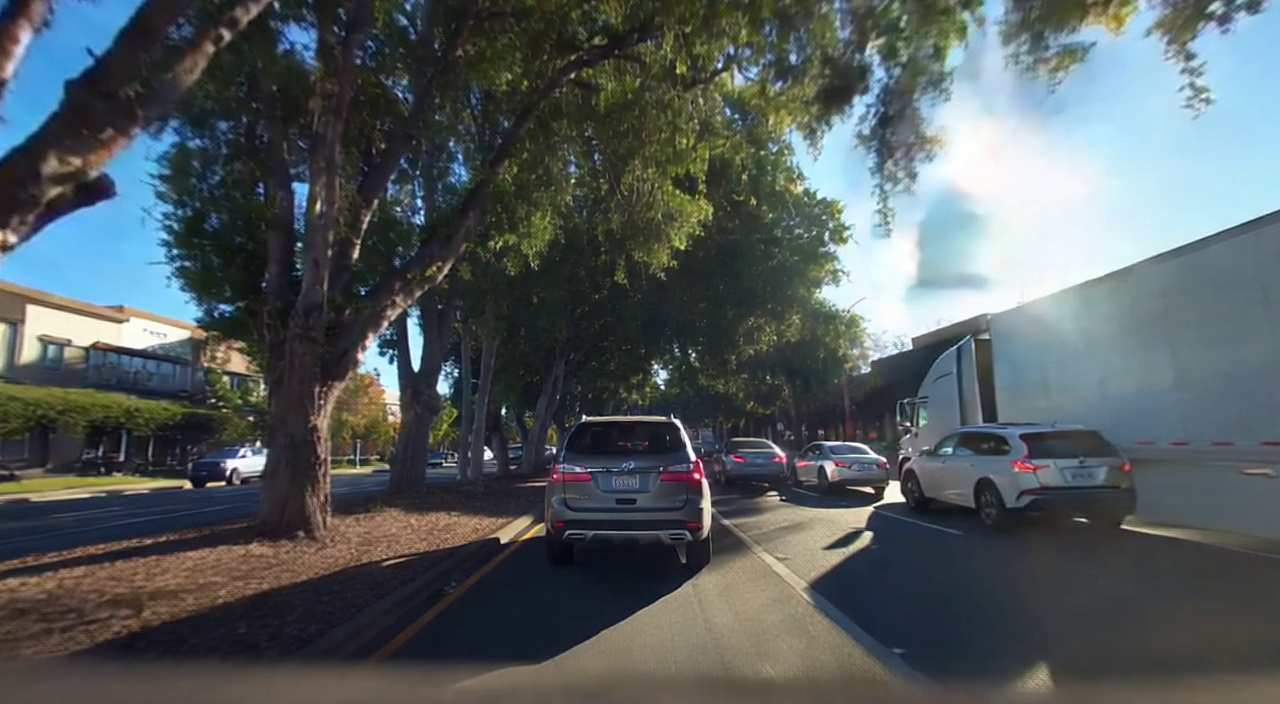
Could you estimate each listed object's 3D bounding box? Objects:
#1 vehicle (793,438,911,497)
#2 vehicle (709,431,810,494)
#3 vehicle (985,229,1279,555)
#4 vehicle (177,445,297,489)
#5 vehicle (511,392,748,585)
[{"bbox_3d":[6.227,3.433,19.220,2.035,1.553,4.465,0,-9,0],"label":"vehicle"},{"bbox_3d":[3.407,3.274,19.005,2.123,1.648,4.547,0,-9,0],"label":"vehicle"},{"bbox_3d":[9.978,0.269,6.670,2.879,4.284,17.334,0,-9,0],"label":"vehicle"},{"bbox_3d":[-19.307,5.503,30.658,2.302,1.939,5.221,0,-9,1],"label":"vehicle"},{"bbox_3d":[-0.135,1.655,8.384,2.320,1.880,4.192,0,-9,-1],"label":"vehicle"}]
